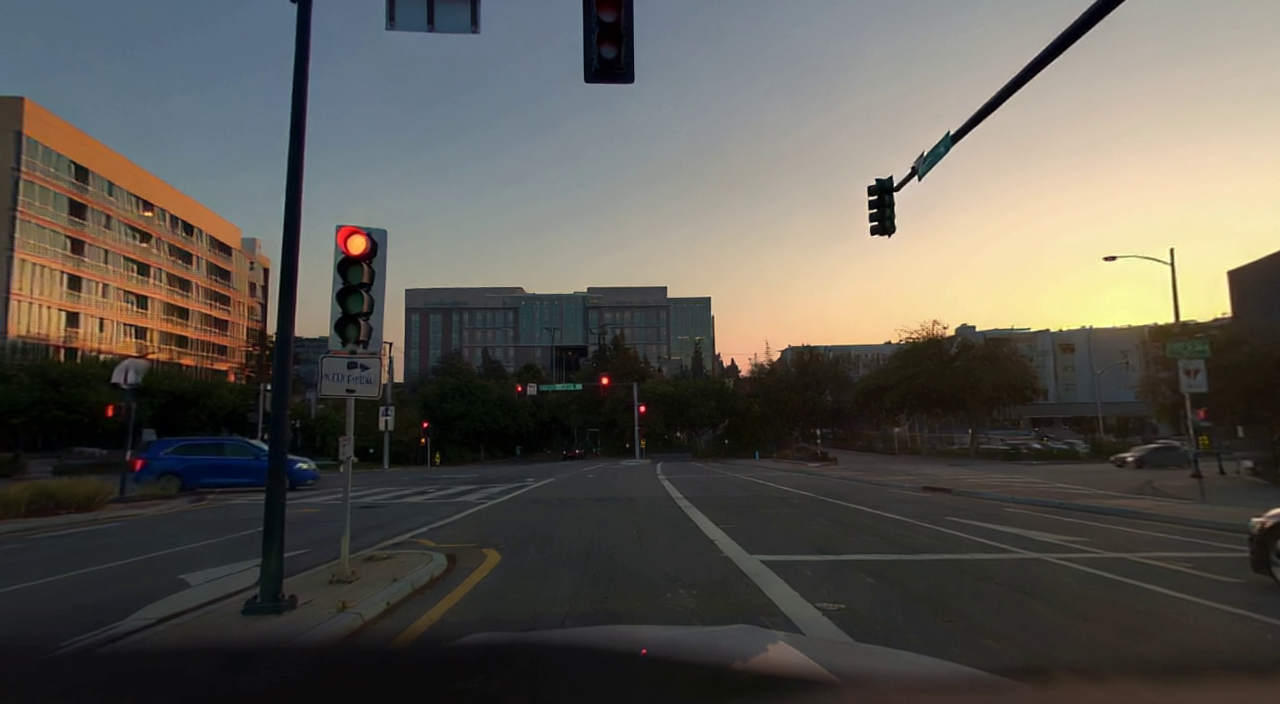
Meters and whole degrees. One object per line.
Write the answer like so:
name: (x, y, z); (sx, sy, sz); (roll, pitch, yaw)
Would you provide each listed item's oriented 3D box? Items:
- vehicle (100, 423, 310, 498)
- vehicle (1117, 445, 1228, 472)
vehicle: (-19.194, 4.811, 28.141); (7.088, 3.096, 2.678); (1, -9, -8)
vehicle: (31.374, 6.274, 37.015); (4.736, 1.542, 1.966); (0, -9, 0)
